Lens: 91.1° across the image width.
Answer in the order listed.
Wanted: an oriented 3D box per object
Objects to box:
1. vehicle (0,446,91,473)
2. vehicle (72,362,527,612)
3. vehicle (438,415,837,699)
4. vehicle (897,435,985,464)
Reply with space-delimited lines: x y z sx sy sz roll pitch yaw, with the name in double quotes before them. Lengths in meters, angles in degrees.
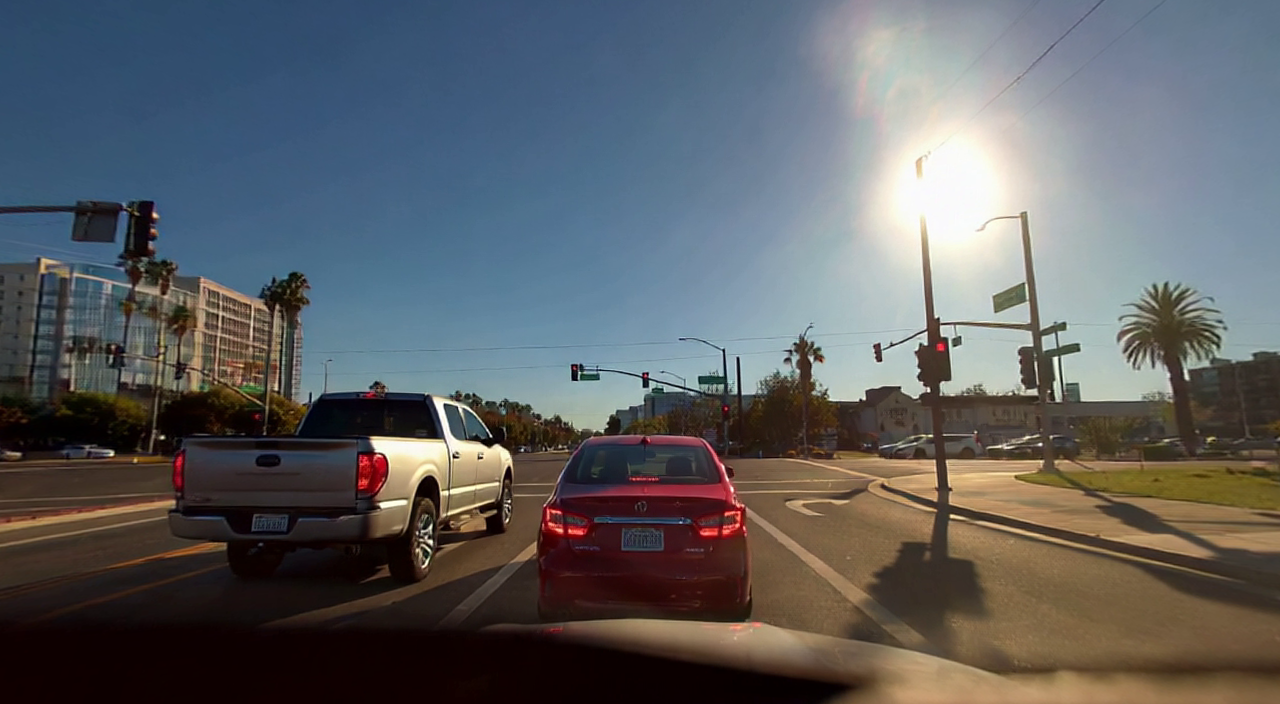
"vehicle" -37.152 6.629 38.829 4.576 1.617 1.937 0 -8 2
"vehicle" -3.243 1.480 7.895 2.330 1.969 5.626 -1 -8 3
"vehicle" 0.012 1.404 5.500 2.122 1.501 4.152 0 -8 1
"vehicle" 18.771 6.090 39.294 4.466 1.717 1.963 0 -8 2
